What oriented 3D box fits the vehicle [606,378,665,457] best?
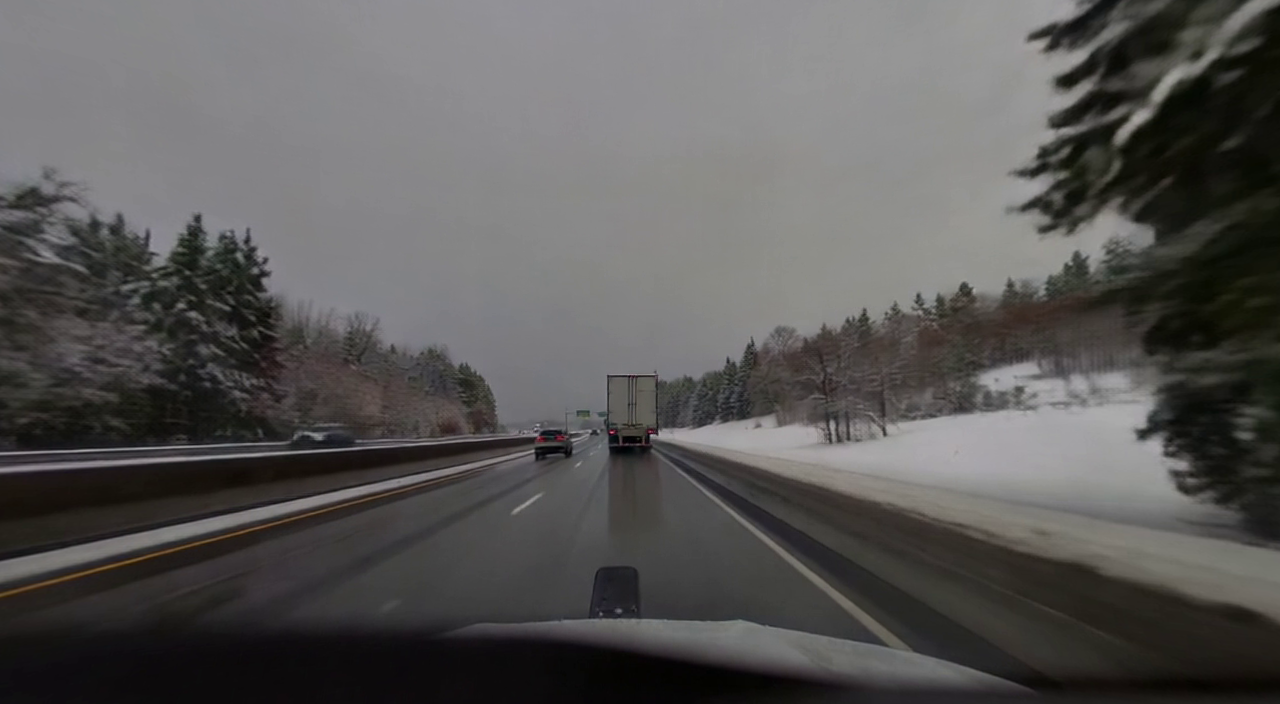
[{"bbox_3d":[-0.415,4.120,37.986,3.013,4.016,11.496,0,-8,-2],"label":"vehicle"}]

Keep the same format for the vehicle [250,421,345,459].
[{"bbox_3d":[-15.916,4.111,29.550,1.979,1.653,4.497,0,-8,-1],"label":"vehicle"}]

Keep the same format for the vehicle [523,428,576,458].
[{"bbox_3d":[-4.737,4.837,33.613,2.217,1.495,4.245,0,-8,0],"label":"vehicle"}]
